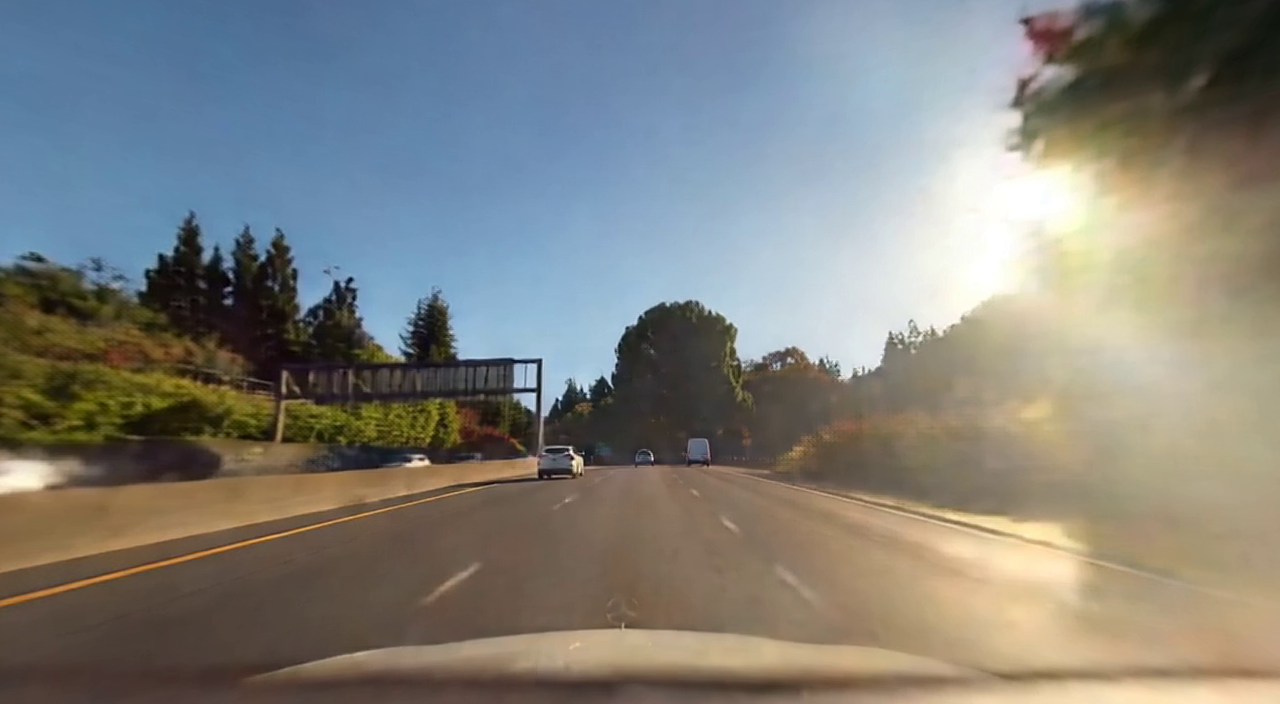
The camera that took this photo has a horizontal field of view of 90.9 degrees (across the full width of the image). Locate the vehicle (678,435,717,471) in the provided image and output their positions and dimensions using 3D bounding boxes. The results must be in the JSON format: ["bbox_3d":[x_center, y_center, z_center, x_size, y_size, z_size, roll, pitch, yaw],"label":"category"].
[{"bbox_3d":[4.410,7.896,49.216,2.469,2.591,5.653,0,-9,0],"label":"vehicle"}]

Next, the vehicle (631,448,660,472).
[{"bbox_3d":[0.411,7.892,46.334,2.108,1.663,3.159,0,-9,1],"label":"vehicle"}]

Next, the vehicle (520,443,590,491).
[{"bbox_3d":[-3.127,4.354,24.174,1.964,1.618,4.489,0,-9,1],"label":"vehicle"}]
